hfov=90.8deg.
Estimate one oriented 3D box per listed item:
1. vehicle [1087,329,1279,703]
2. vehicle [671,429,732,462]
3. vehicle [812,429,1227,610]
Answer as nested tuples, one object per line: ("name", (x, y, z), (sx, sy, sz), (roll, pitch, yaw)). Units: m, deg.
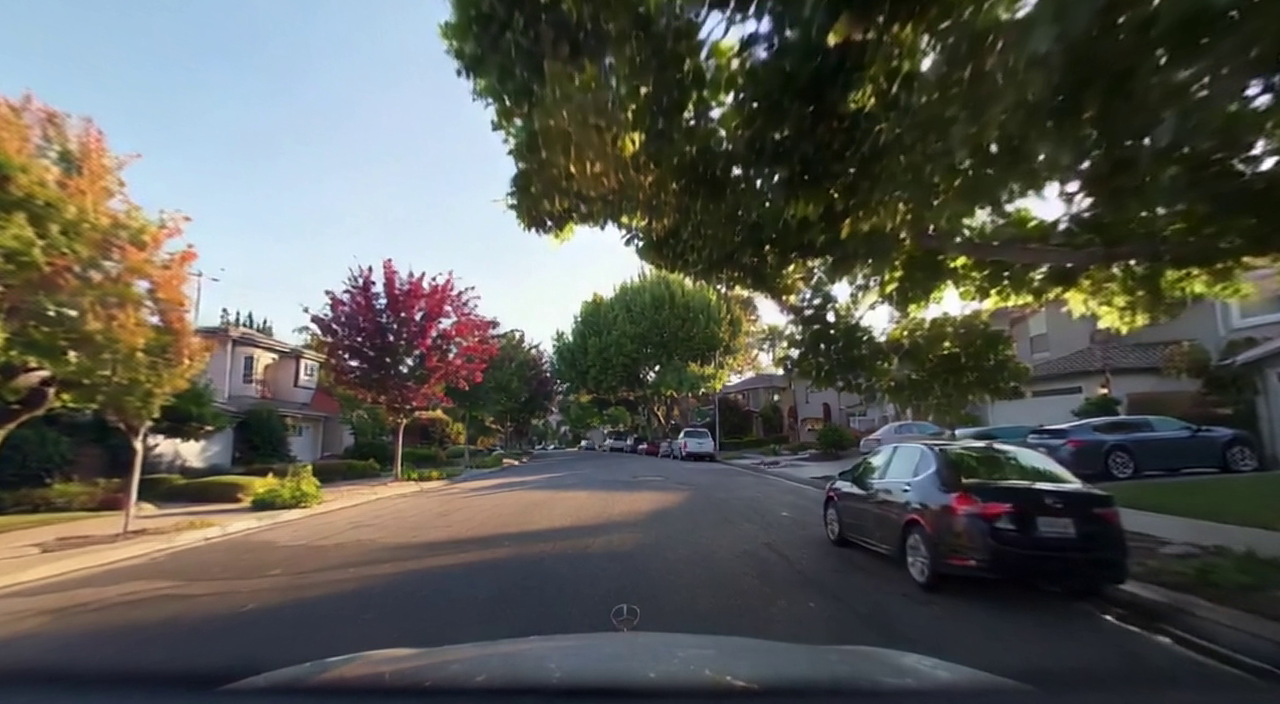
("vehicle", (3.699, 0.613, 1.030), (2.161, 1.854, 5.289), (-1, -8, 2))
("vehicle", (3.718, 5.821, 39.566), (2.715, 1.900, 6.163), (1, -8, -5))
("vehicle", (3.792, 1.722, 7.638), (2.132, 1.478, 4.685), (0, -8, 0))
